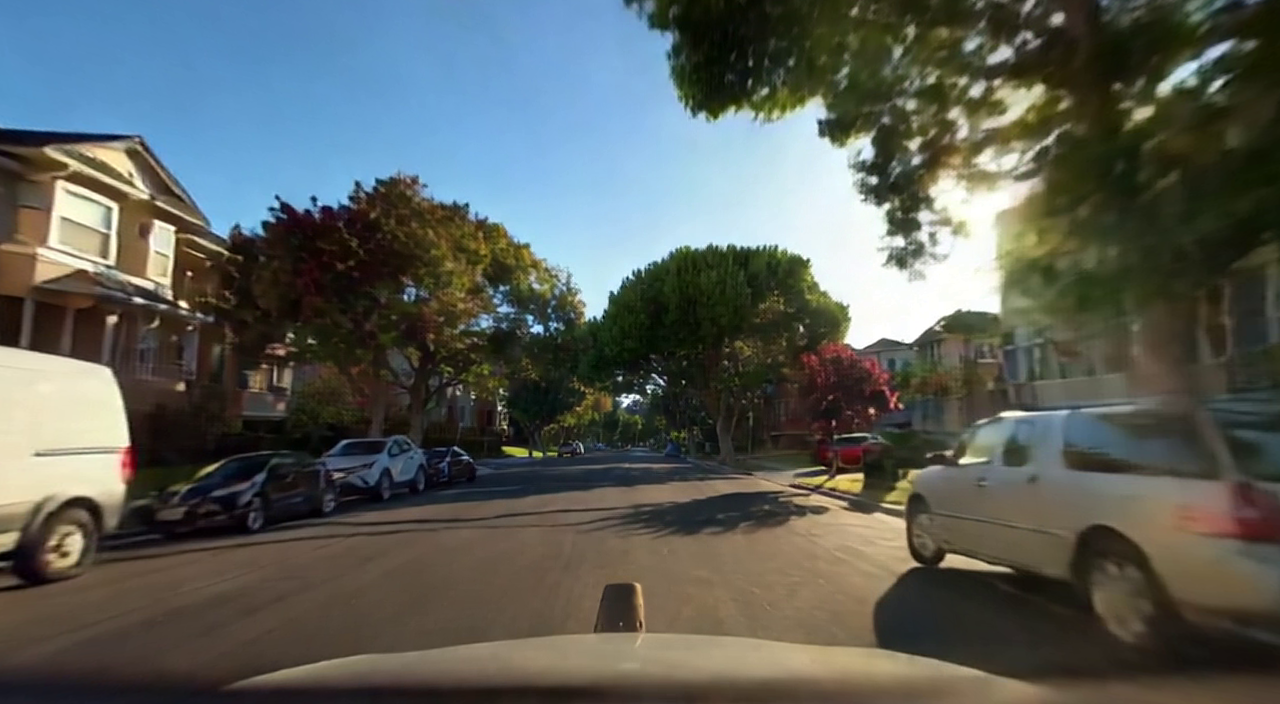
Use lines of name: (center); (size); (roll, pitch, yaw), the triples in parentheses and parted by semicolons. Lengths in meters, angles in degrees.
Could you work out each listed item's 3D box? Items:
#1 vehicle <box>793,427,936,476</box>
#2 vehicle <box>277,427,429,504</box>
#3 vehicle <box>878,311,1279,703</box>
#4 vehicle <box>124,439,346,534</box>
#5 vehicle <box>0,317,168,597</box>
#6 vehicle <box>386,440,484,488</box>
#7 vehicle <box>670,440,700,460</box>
vehicle: (8.322, 3.737, 23.827); (4.726, 1.731, 2.075); (-1, -8, 8)
vehicle: (-7.553, 3.054, 17.151); (2.136, 1.758, 4.297); (-2, -9, 0)
vehicle: (4.096, 1.137, 5.271); (2.216, 1.955, 4.970); (0, -8, 0)
vehicle: (-7.428, 2.446, 12.075); (1.845, 1.510, 3.729); (1, -8, -2)
vehicle: (-7.335, 0.887, 5.251); (2.341, 2.674, 5.753); (0, -9, -2)
vehicle: (-7.179, 3.954, 22.597); (1.912, 1.466, 4.754); (-2, -9, 1)
vehicle: (3.471, 7.693, 49.505); (1.956, 1.468, 4.698); (1, -8, -1)
